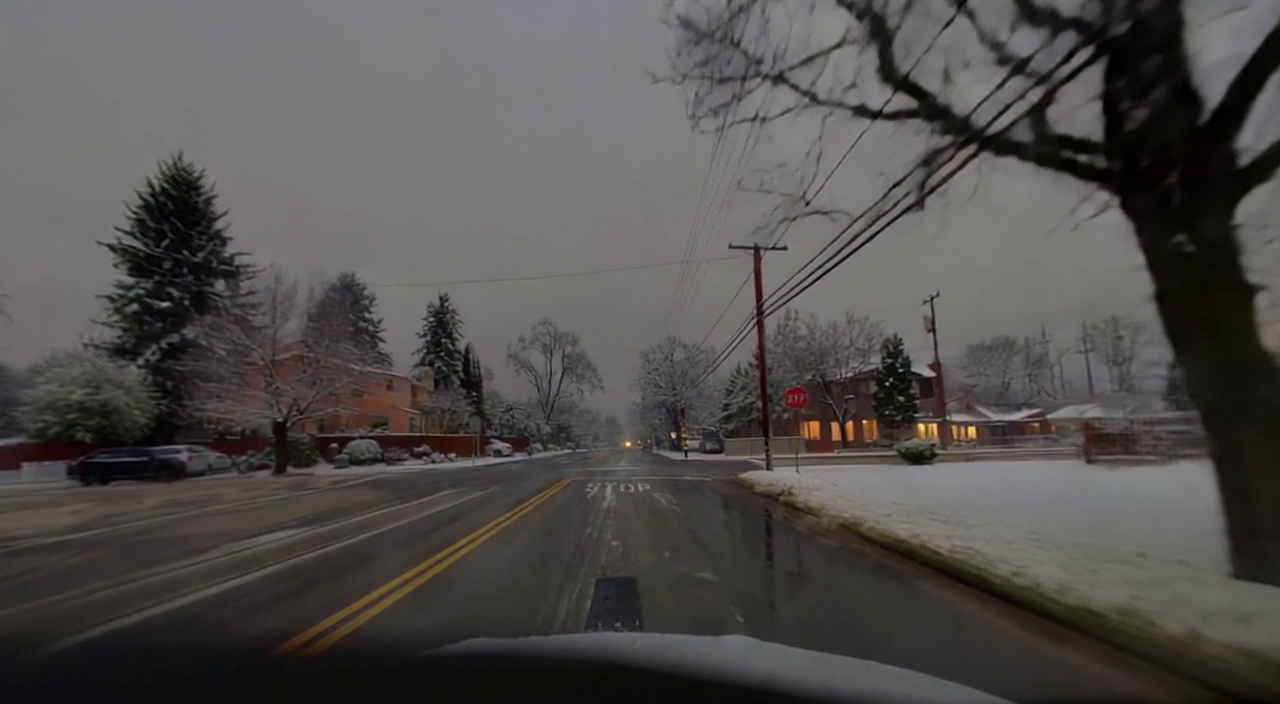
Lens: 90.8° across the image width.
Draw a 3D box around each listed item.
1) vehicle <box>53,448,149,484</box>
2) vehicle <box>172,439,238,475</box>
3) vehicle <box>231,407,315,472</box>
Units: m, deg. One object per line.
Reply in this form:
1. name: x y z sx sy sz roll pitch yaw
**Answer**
1. vehicle: -24.134 5.069 28.493 1.955 1.448 4.542 4 -9 -23
2. vehicle: -23.776 5.745 34.685 2.083 1.802 4.455 4 -9 -24
3. vehicle: -20.262 5.131 35.425 2.842 3.181 8.576 5 -12 -23
